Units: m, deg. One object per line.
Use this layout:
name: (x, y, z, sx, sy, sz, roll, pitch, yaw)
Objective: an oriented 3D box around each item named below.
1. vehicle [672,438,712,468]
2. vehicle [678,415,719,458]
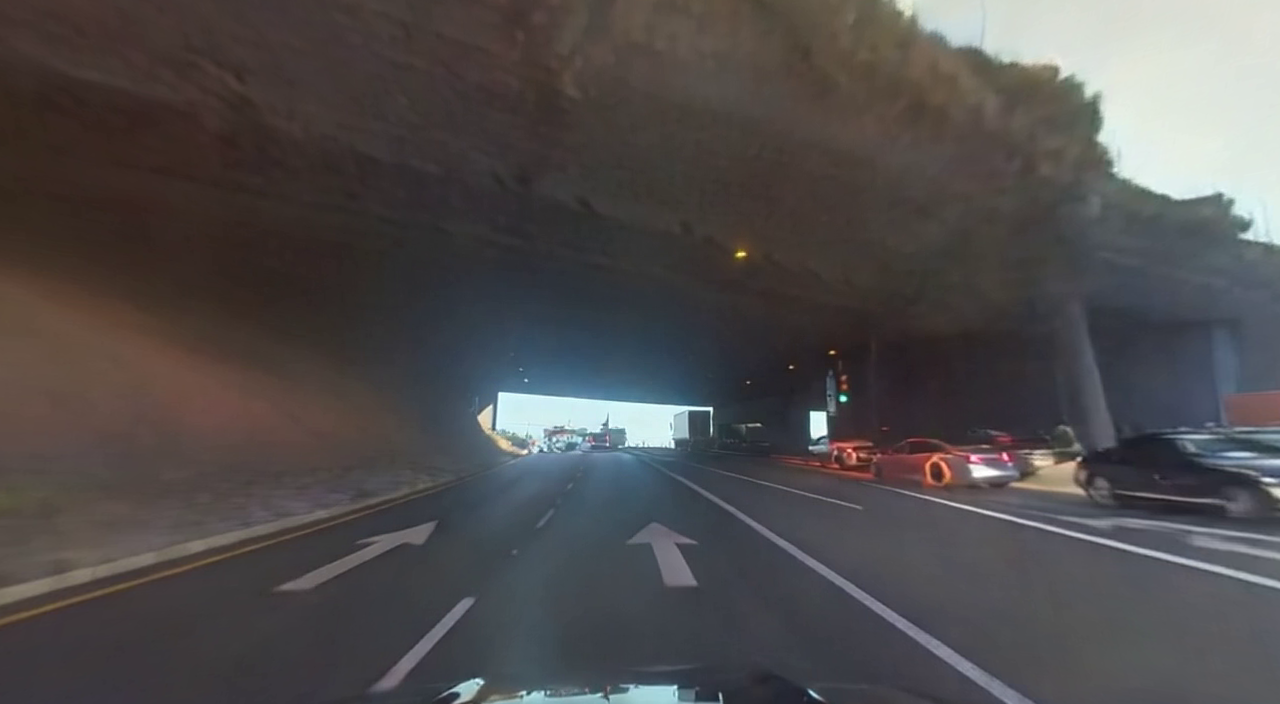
vehicle: (2.722, 5.240, 32.925, 1.947, 1.475, 3.962, -1, -8, 5)
vehicle: (4.296, 6.467, 47.900, 2.625, 2.975, 8.237, 0, -8, 2)
